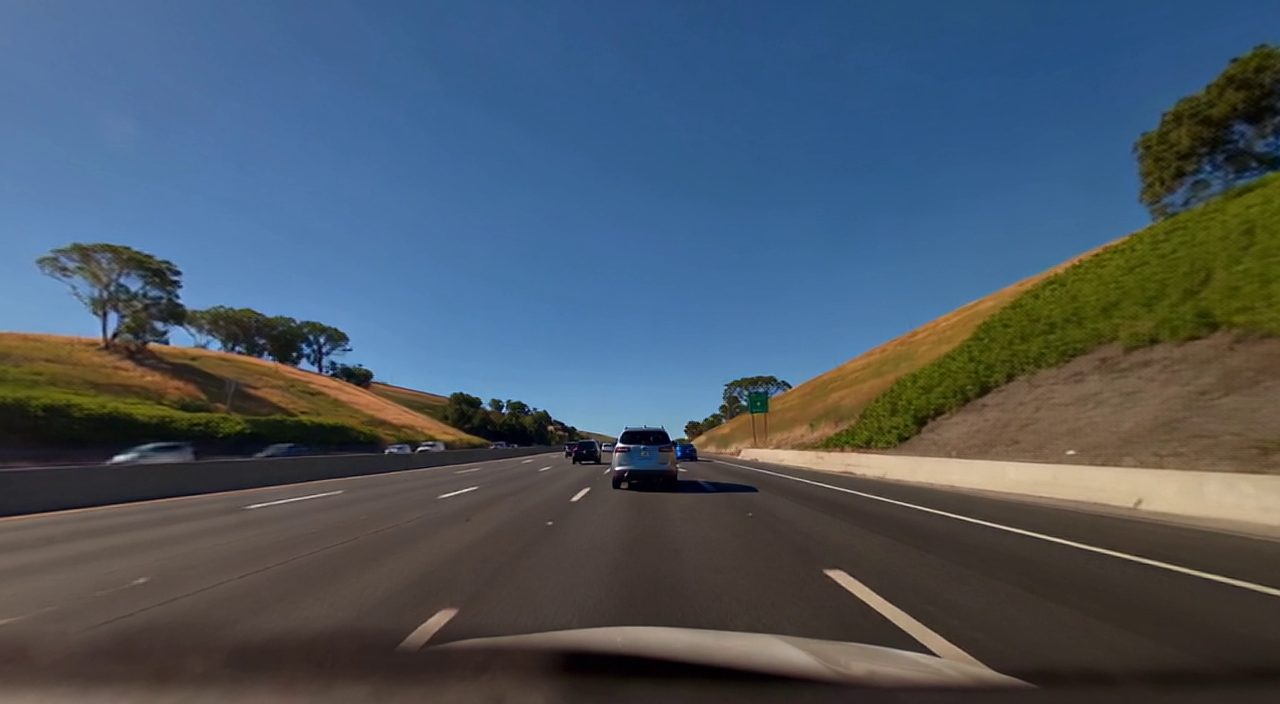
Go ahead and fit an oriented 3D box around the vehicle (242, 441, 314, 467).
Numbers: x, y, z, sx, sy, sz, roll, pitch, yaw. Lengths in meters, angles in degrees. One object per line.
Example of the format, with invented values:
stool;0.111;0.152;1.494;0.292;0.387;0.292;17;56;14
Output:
vehicle;-24.156;6.828;42.281;2.012;1.618;4.619;0;-9;1

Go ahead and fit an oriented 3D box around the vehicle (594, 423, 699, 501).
vehicle;0.158;2.897;16.989;2.447;1.804;4.273;0;-9;0

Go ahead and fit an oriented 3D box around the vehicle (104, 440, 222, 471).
vehicle;-28.212;6.156;37.670;2.419;1.699;5.916;0;-9;1
